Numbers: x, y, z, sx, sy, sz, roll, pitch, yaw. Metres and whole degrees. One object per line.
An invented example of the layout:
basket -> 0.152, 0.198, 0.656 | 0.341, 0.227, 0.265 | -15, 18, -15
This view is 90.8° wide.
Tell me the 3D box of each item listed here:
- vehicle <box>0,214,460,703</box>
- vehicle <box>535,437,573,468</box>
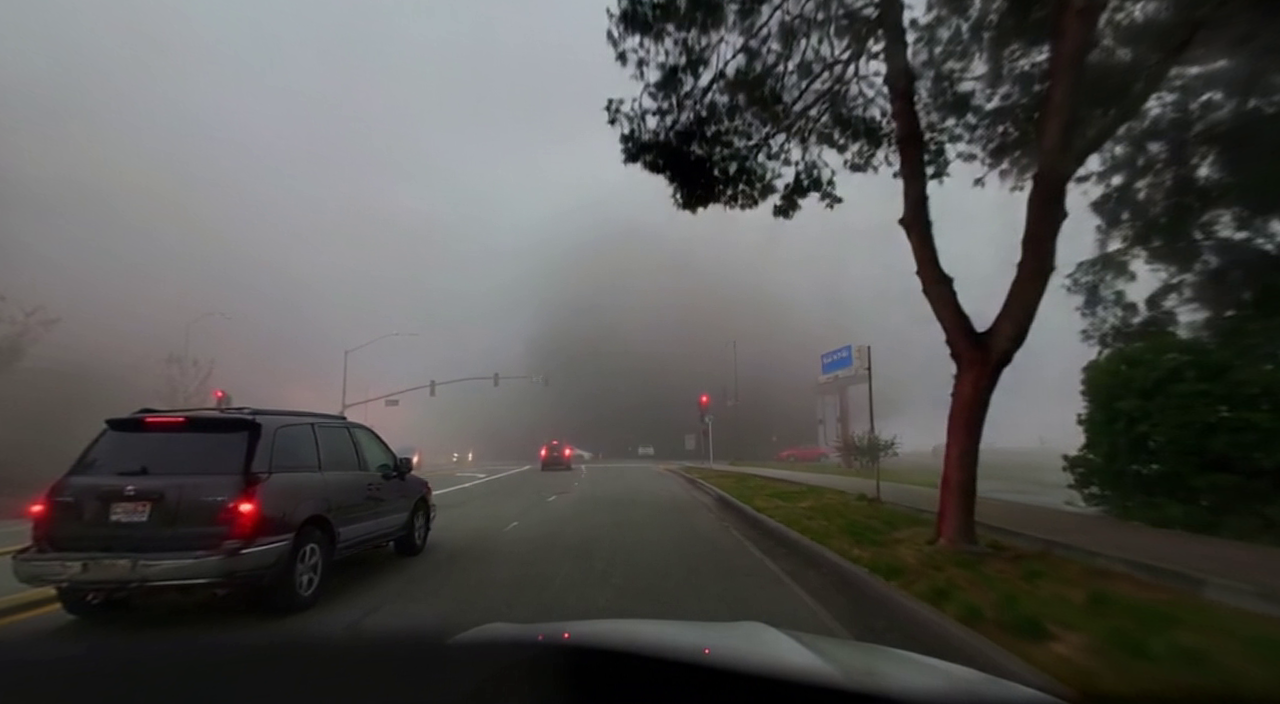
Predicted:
vehicle -> -3.317, 0.848, 4.239 | 2.509, 1.885, 5.831 | 0, -9, 0
vehicle -> -5.278, 6.205, 39.239 | 2.134, 1.799, 5.082 | 1, -9, -6
